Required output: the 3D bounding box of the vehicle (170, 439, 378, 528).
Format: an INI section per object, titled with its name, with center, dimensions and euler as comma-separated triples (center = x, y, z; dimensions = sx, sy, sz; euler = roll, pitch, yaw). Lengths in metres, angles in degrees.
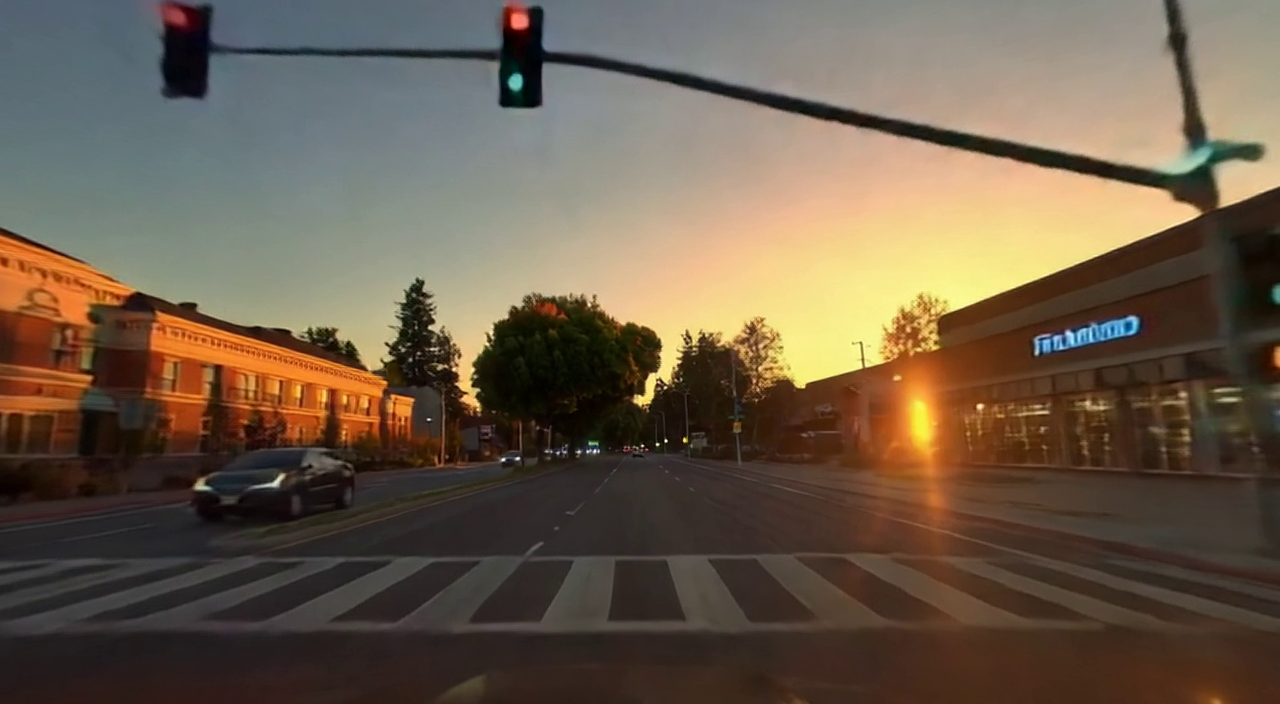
[vehicle]
center = -7.657, 2.818, 13.875
dimensions = 2.011, 1.490, 4.472
euler = -3, -10, -2
